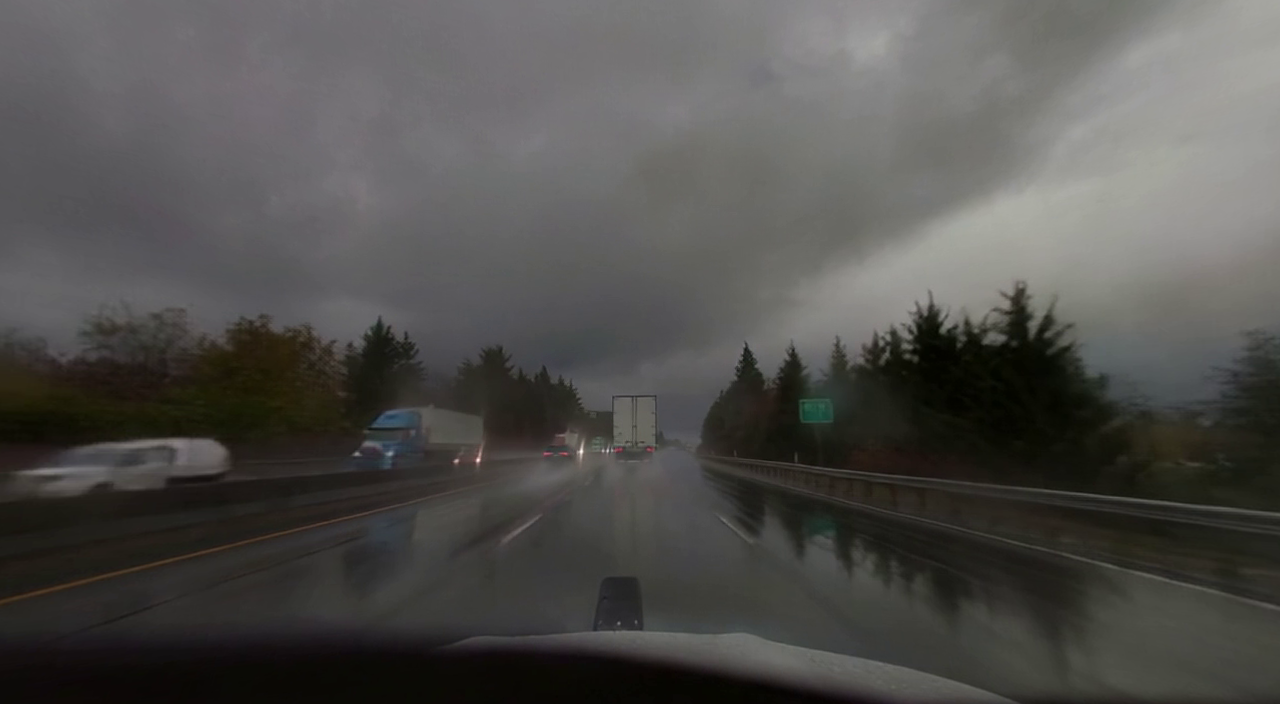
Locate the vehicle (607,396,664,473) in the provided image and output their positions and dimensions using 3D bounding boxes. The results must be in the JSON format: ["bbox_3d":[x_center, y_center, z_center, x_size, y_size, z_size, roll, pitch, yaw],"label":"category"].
[{"bbox_3d":[-0.301,5.282,39.300,3.100,4.091,10.664,0,-9,-1],"label":"vehicle"}]

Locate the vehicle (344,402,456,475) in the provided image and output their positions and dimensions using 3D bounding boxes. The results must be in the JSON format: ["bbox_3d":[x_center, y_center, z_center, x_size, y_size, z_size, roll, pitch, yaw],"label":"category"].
[{"bbox_3d":[-15.130,5.727,40.781,3.032,4.087,10.407,0,-9,1],"label":"vehicle"}]

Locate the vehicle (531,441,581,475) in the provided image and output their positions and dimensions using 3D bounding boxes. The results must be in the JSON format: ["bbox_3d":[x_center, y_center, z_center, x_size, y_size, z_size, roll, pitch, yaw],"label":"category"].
[{"bbox_3d":[-4.389,5.608,33.297,2.112,1.645,4.129,0,-9,0],"label":"vehicle"}]

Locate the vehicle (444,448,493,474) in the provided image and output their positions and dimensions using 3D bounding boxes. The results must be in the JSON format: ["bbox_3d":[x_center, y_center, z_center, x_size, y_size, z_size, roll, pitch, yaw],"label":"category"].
[{"bbox_3d":[-10.532,6.723,38.777,1.880,1.491,3.942,0,-9,1],"label":"vehicle"}]
